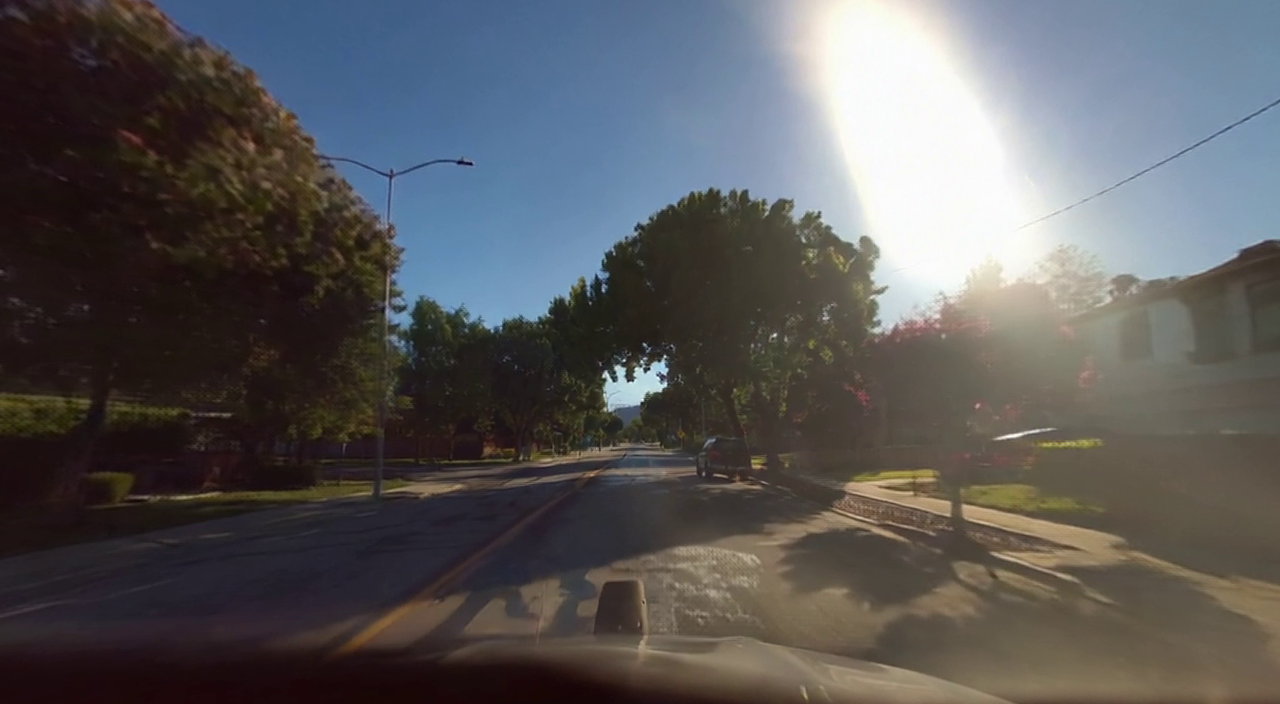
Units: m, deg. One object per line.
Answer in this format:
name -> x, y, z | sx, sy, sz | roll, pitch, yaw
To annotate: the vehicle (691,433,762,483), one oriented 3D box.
vehicle -> 3.179, 4.009, 24.202 | 2.086, 1.726, 4.384 | 0, -8, 0
